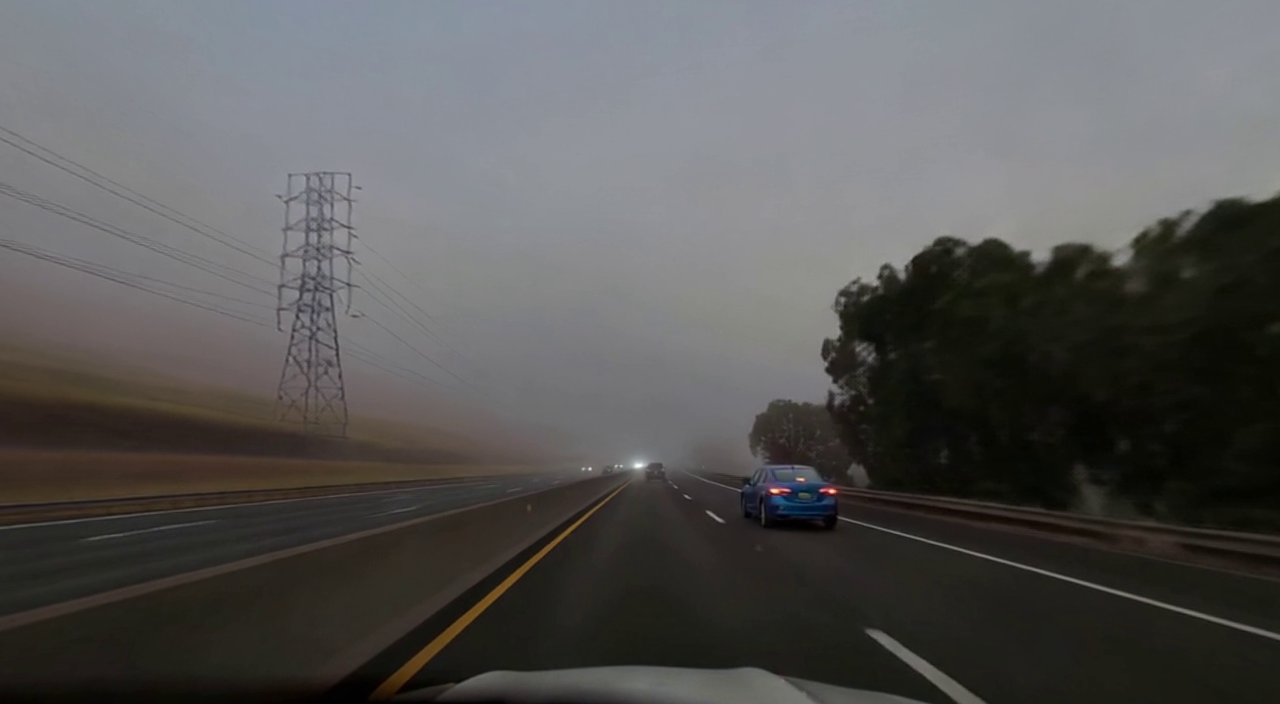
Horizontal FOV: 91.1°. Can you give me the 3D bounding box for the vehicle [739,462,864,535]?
[{"bbox_3d":[3.766,3.499,15.445,1.985,1.521,3.904,1,-10,-1],"label":"vehicle"}]
